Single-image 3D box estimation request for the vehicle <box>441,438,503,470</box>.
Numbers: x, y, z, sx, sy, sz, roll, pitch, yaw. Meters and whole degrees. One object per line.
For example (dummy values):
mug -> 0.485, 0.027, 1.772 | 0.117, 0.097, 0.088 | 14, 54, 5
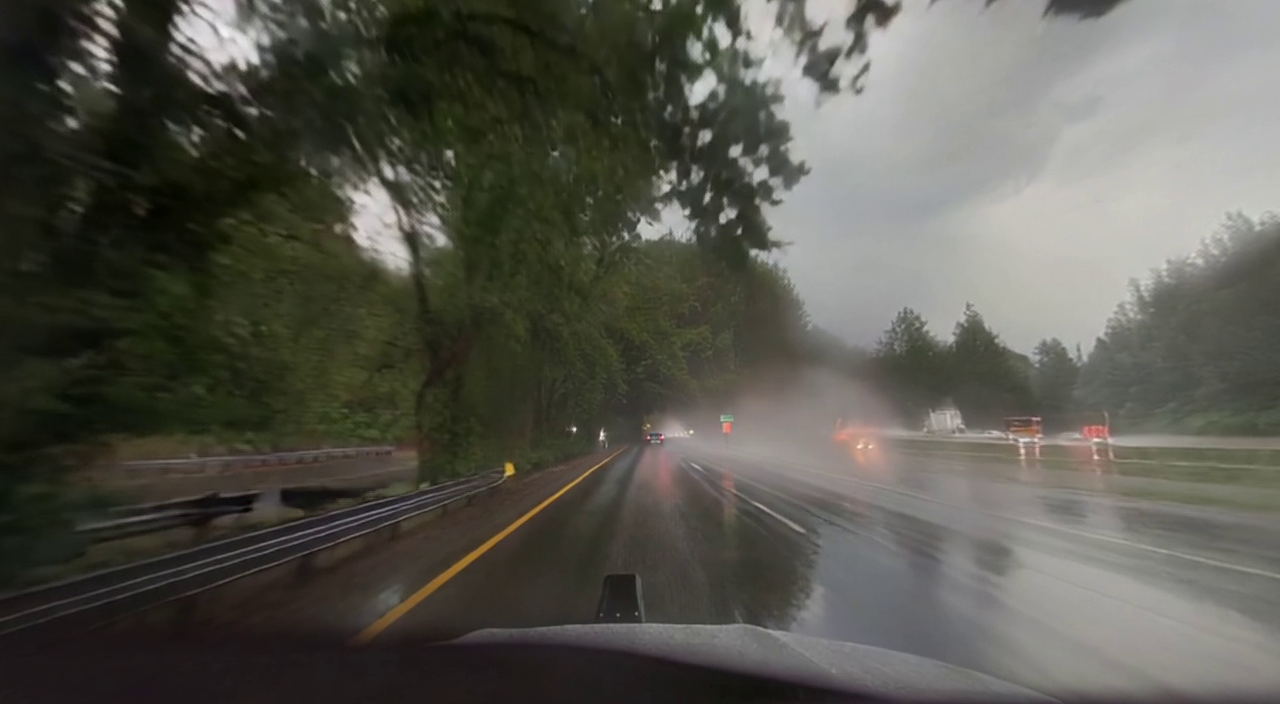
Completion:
vehicle -> -8.329, 5.064, 31.640 | 1.890, 1.490, 4.463 | 0, -8, 0
